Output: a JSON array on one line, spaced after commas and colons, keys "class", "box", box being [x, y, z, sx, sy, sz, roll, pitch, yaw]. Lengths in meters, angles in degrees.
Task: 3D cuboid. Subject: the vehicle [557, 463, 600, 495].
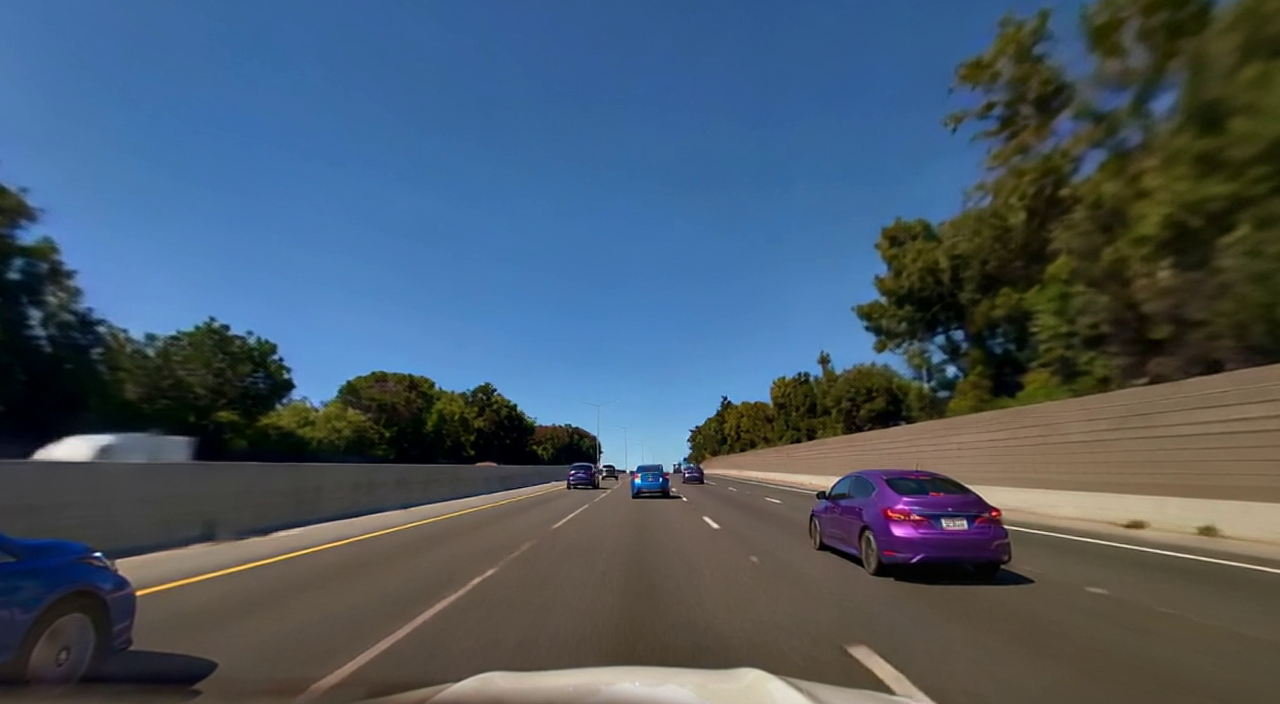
[{"class": "vehicle", "box": [-3.593, 7.530, 37.569, 2.021, 1.706, 4.247, 0, -10, 1]}]

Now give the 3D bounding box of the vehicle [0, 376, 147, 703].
[{"class": "vehicle", "box": [-3.971, 0.681, 1.493, 1.999, 1.659, 4.340, 1, -10, 0]}]

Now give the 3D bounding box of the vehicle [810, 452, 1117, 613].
[{"class": "vehicle", "box": [3.756, 2.156, 8.253, 1.938, 1.561, 3.786, 1, -10, -1]}]

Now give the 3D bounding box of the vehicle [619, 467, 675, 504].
[{"class": "vehicle", "box": [0.301, 5.758, 27.392, 2.241, 1.425, 3.973, 1, -10, 1]}]
